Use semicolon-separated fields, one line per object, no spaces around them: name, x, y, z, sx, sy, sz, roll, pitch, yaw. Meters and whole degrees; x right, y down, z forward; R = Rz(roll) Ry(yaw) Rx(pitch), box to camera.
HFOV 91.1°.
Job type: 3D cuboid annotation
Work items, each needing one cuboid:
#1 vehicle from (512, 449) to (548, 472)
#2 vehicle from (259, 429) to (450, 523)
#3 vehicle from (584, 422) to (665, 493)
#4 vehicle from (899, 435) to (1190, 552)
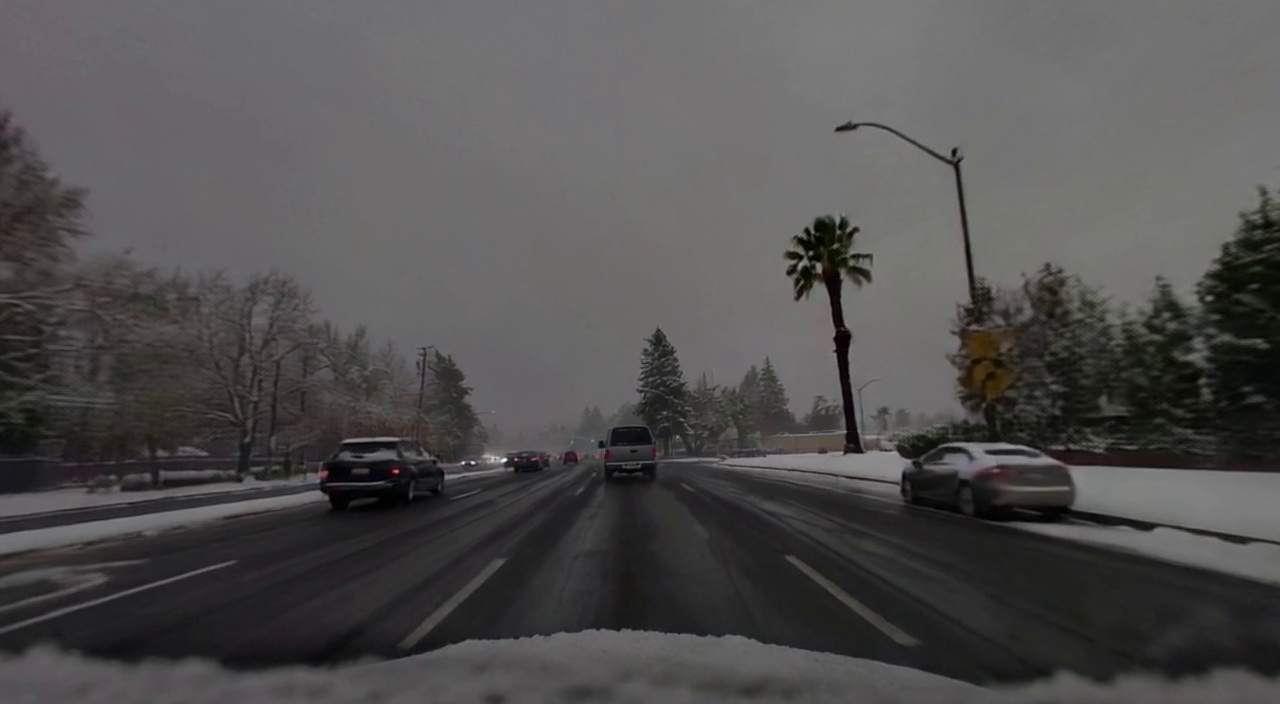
vehicle;-7.952;7.841;45.642;2.016;1.576;4.215;1;-9;-3
vehicle;-5.937;2.634;13.871;2.235;1.682;4.662;1;-9;-3
vehicle;-0.701;3.718;22.460;2.507;2.161;6.049;1;-9;-4
vehicle;6.029;2.127;10.274;2.178;1.411;4.732;-1;-9;9
